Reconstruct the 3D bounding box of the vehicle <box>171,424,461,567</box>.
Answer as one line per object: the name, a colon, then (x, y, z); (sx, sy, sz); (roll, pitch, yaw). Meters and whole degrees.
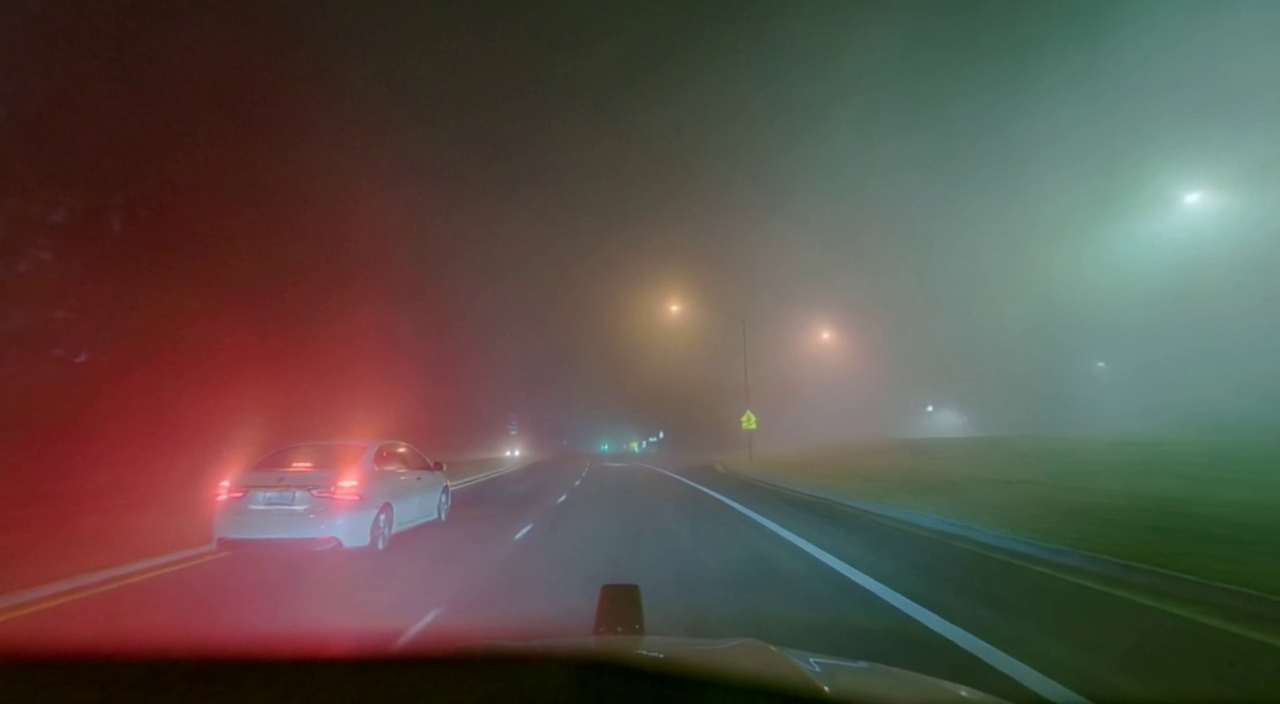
vehicle: (-4.112, 1.869, 9.013); (1.915, 1.521, 4.283); (0, -9, -1)
